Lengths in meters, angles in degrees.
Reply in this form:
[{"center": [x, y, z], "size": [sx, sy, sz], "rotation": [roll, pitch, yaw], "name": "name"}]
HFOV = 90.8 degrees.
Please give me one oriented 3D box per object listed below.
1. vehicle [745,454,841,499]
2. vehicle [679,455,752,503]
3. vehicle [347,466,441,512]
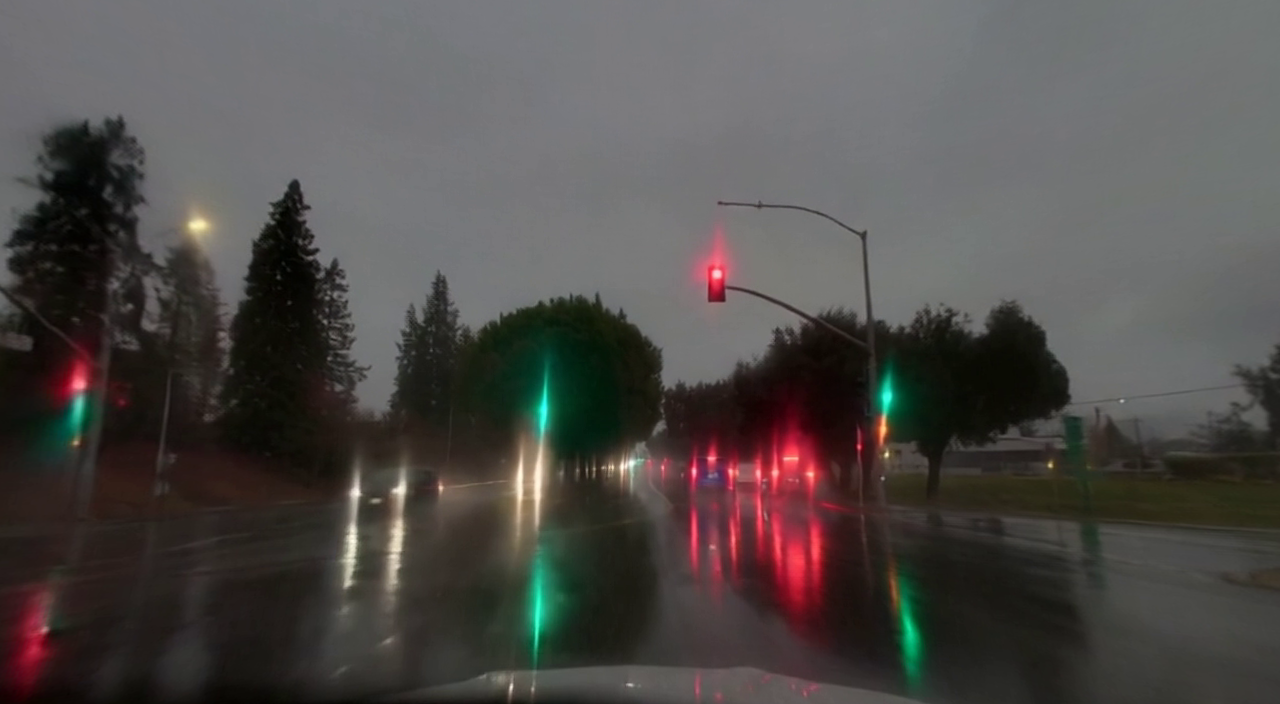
[{"center": [8.690, 7.145, 36.916], "size": [2.771, 2.214, 7.159], "rotation": [2, -9, -10], "name": "vehicle"}, {"center": [2.854, 4.940, 25.030], "size": [2.140, 1.655, 4.786], "rotation": [0, -9, -2], "name": "vehicle"}, {"center": [-8.859, 4.962, 23.169], "size": [1.818, 1.397, 4.026], "rotation": [0, -9, 0], "name": "vehicle"}]
